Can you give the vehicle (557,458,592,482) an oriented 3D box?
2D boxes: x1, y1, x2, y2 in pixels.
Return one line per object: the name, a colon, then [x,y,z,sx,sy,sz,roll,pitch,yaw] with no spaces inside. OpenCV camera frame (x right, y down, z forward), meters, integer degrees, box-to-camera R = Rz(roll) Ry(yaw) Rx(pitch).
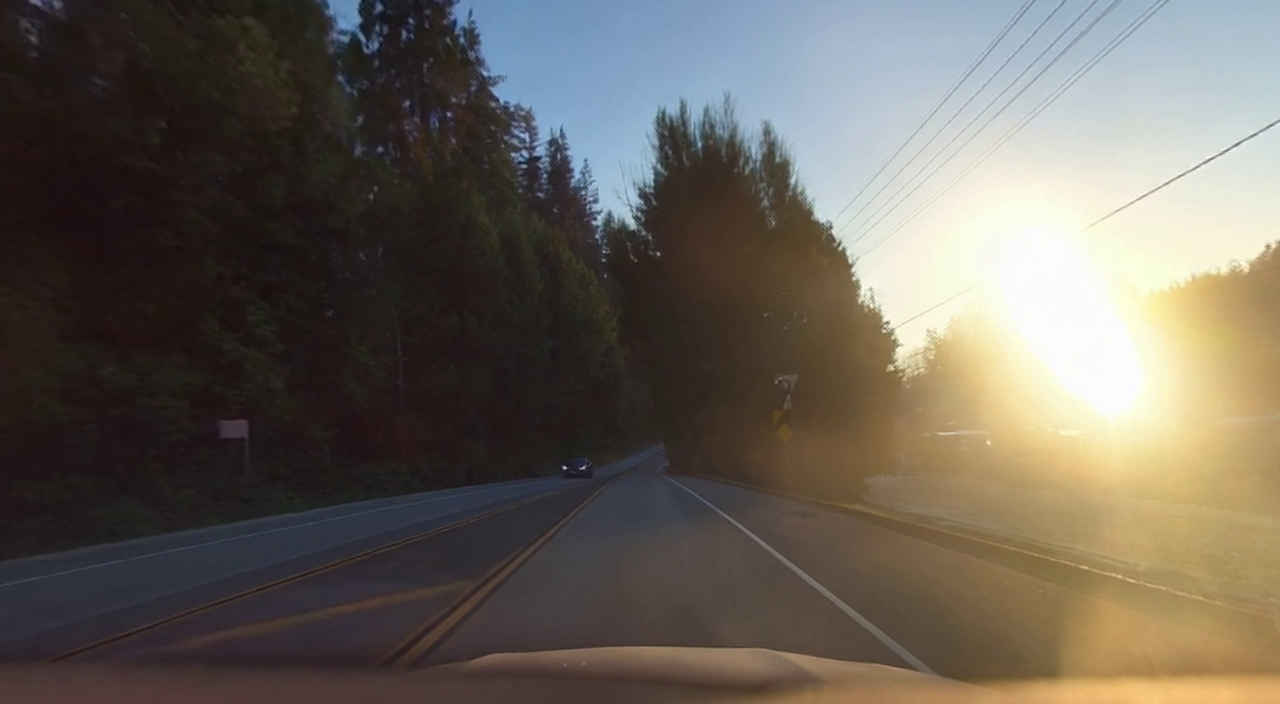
vehicle: [-4.748,8.595,46.195,2.000,1.546,4.342,0,-8,1]
